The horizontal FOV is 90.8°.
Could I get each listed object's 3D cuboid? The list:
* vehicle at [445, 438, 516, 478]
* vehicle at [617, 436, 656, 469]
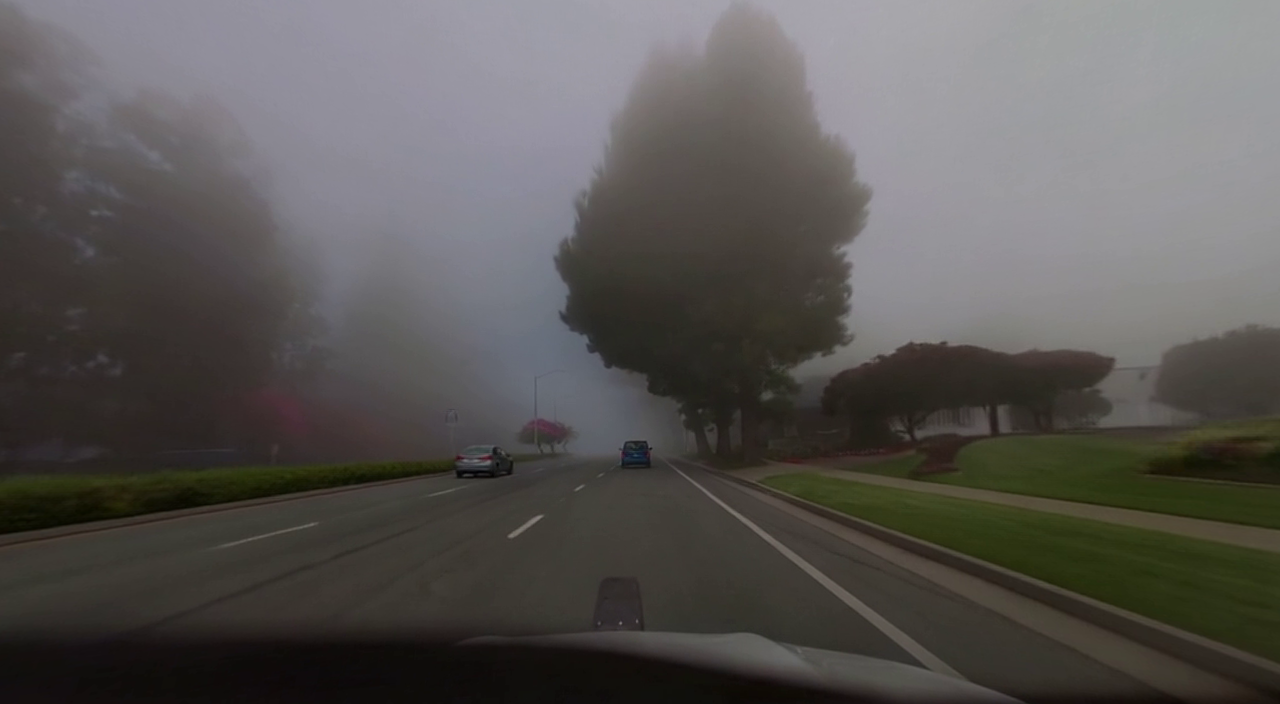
[{"bbox_3d":[-7.188,4.803,28.951,1.993,1.657,4.487,0,-8,1],"label":"vehicle"},{"bbox_3d":[-0.180,5.746,36.347,2.070,1.764,4.552,0,-8,0],"label":"vehicle"}]
